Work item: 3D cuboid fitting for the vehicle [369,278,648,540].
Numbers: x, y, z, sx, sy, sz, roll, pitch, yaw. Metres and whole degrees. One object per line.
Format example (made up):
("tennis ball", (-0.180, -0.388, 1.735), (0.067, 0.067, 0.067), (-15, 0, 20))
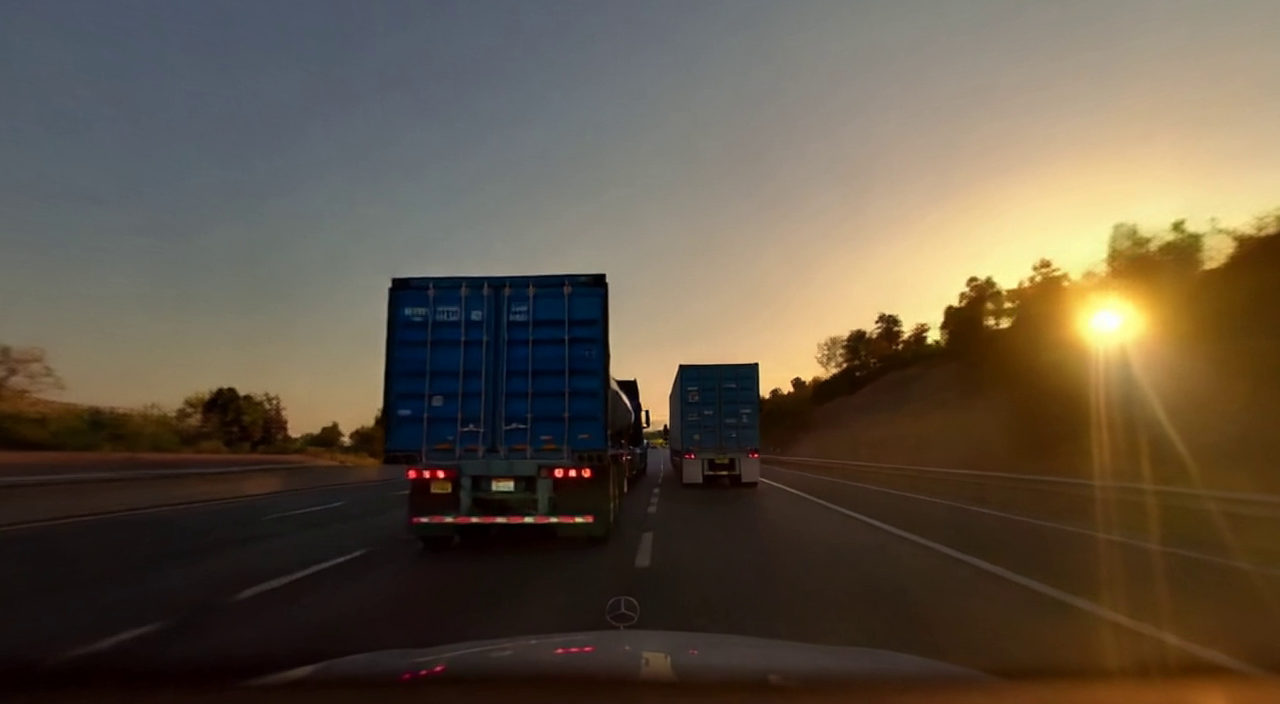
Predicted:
("vehicle", (-1.713, 2.014, 17.341), (3.267, 3.655, 17.154), (-1, -8, 3))

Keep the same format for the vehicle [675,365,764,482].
("vehicle", (3.045, 3.290, 27.488), (2.942, 4.003, 11.297), (-1, -8, 3))
